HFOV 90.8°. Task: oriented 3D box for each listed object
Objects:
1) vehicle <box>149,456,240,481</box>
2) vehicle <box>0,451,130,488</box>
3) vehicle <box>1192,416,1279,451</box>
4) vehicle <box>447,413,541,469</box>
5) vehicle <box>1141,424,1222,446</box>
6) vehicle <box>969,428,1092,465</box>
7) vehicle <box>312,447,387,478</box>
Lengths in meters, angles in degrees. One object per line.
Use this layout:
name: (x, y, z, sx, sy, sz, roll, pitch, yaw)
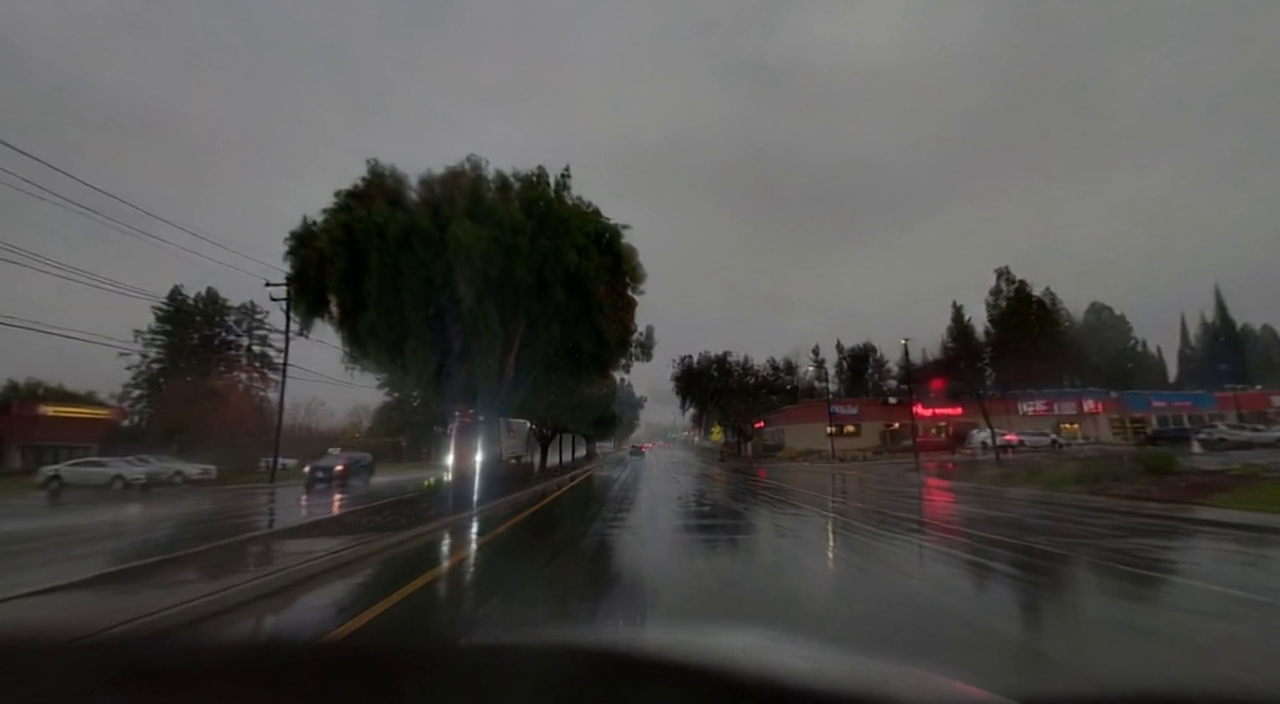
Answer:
vehicle: (-27.807, 7.252, 39.509, 4.176, 1.440, 1.931, 0, -8, 1)
vehicle: (-28.583, 5.754, 31.106, 4.886, 1.698, 2.224, 0, -8, -3)
vehicle: (32.995, 4.402, 33.872, 2.083, 1.716, 5.134, 0, -8, 0)
vehicle: (-9.210, 5.944, 41.853, 3.241, 3.133, 12.822, 0, -8, 0)
vehicle: (41.360, 6.420, 48.389, 2.066, 1.575, 4.483, 0, -8, -2)
vehicle: (17.681, 4.336, 28.774, 4.264, 1.428, 1.822, -3, -10, 5)
vehicle: (-17.107, 6.502, 37.505, 2.091, 1.656, 4.626, -1, -8, 3)
